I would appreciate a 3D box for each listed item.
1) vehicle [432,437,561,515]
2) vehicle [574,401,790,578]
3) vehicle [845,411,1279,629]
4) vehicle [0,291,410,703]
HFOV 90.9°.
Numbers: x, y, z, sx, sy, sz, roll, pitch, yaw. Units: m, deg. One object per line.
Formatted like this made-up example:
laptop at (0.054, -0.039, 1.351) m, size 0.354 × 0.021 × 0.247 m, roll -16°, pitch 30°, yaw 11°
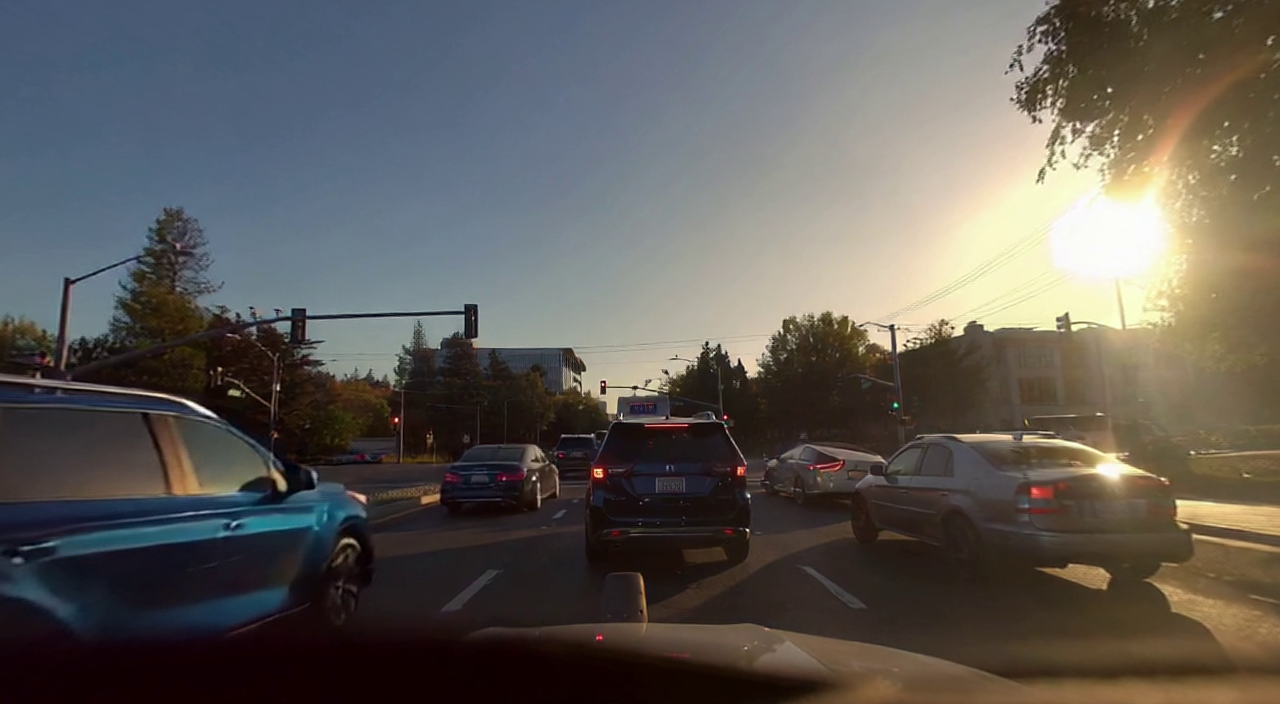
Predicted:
vehicle at (-3.037, 2.713, 14.343) m, size 1.876 × 1.497 × 4.308 m, roll 0°, pitch -8°, yaw 1°
vehicle at (0.417, 1.704, 8.587) m, size 2.172 × 1.764 × 4.338 m, roll 0°, pitch -8°, yaw 0°
vehicle at (3.900, 1.538, 6.735) m, size 1.954 × 1.592 × 3.992 m, roll 0°, pitch -8°, yaw -2°
vehicle at (-3.115, 0.881, 3.142) m, size 2.054 × 1.814 × 4.941 m, roll 0°, pitch -8°, yaw 0°
